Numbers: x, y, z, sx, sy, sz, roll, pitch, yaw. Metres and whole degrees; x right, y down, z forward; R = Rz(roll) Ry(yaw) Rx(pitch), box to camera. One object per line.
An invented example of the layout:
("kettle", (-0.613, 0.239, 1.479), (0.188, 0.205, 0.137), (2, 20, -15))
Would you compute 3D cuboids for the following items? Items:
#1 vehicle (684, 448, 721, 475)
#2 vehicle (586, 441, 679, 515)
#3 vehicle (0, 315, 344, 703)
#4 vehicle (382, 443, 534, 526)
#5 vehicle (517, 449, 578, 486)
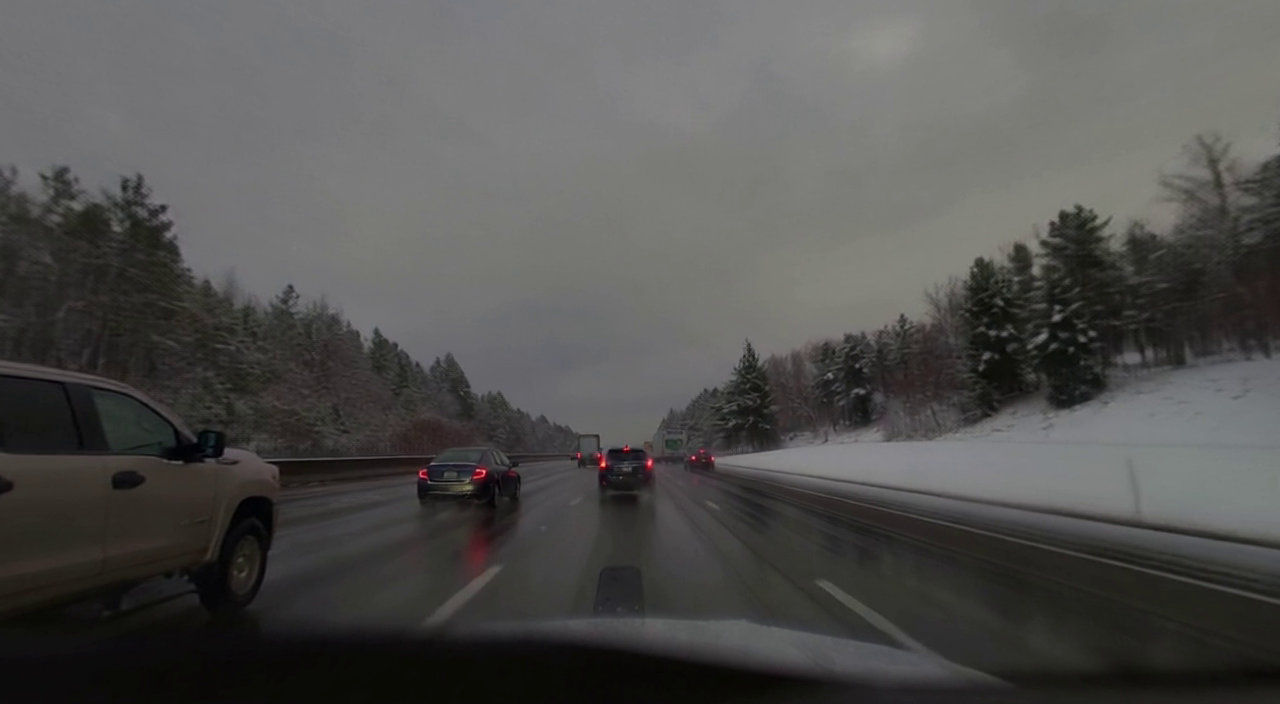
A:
("vehicle", (3.846, 6.791, 39.287), (1.858, 1.537, 3.838), (0, -9, -1))
("vehicle", (-0.178, 2.988, 15.326), (1.996, 1.574, 3.426), (0, -9, -1))
("vehicle", (-3.906, 0.884, 3.317), (2.243, 1.889, 4.949), (0, -9, 0))
("vehicle", (-3.699, 2.777, 13.790), (1.988, 1.501, 4.438), (0, -9, 0))
("vehicle", (-3.936, 5.001, 27.571), (1.999, 1.484, 4.269), (0, -9, 0))
